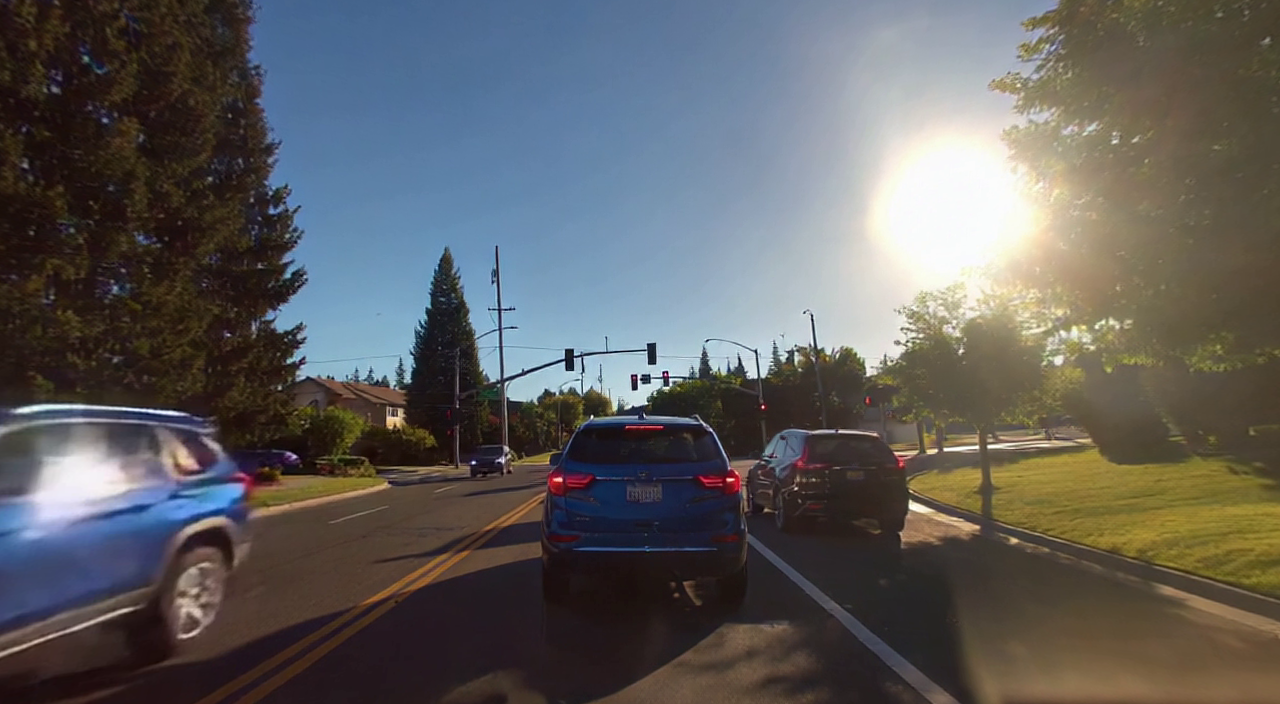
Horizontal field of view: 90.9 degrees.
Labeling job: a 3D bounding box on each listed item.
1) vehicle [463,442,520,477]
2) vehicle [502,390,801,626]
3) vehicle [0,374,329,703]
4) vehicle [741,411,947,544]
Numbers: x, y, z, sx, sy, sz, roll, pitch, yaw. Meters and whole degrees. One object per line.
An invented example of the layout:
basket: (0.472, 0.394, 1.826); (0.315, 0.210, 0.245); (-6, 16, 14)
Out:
vehicle: (-7.586, 5.492, 32.575); (1.985, 1.672, 3.960); (0, -8, 0)
vehicle: (0.056, 1.429, 6.690); (2.151, 1.695, 4.100); (0, -8, -1)
vehicle: (-4.327, 1.124, 4.107); (2.292, 1.711, 4.541); (0, -8, -1)
vehicle: (3.076, 1.993, 10.621); (1.967, 1.756, 4.281); (0, -8, -1)
